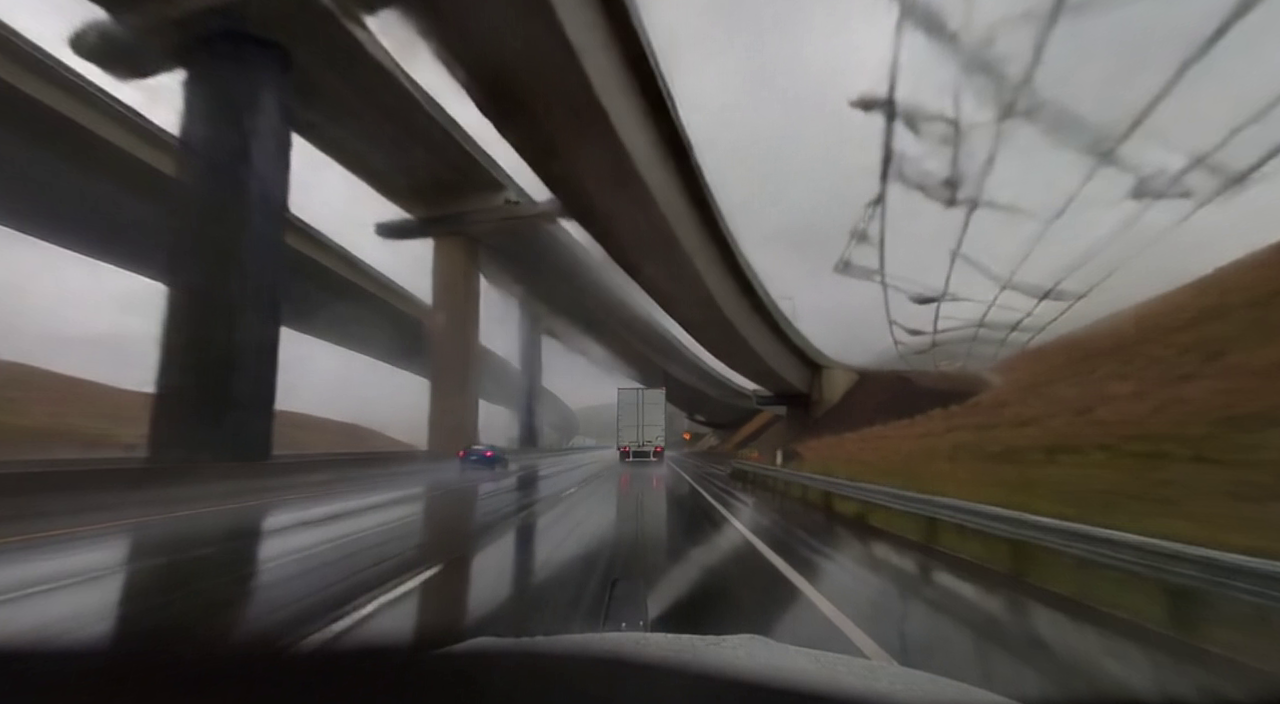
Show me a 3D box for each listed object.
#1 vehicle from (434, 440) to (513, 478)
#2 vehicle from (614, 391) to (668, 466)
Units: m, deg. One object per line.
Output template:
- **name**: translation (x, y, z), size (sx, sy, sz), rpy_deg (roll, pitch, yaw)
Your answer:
- **vehicle**: translation (-7.055, 4.597, 27.291), size (2.078, 1.496, 4.563), rpy_deg (0, -8, 1)
- **vehicle**: translation (0.040, 4.965, 39.604), size (2.866, 4.014, 11.261), rpy_deg (0, -8, 0)
